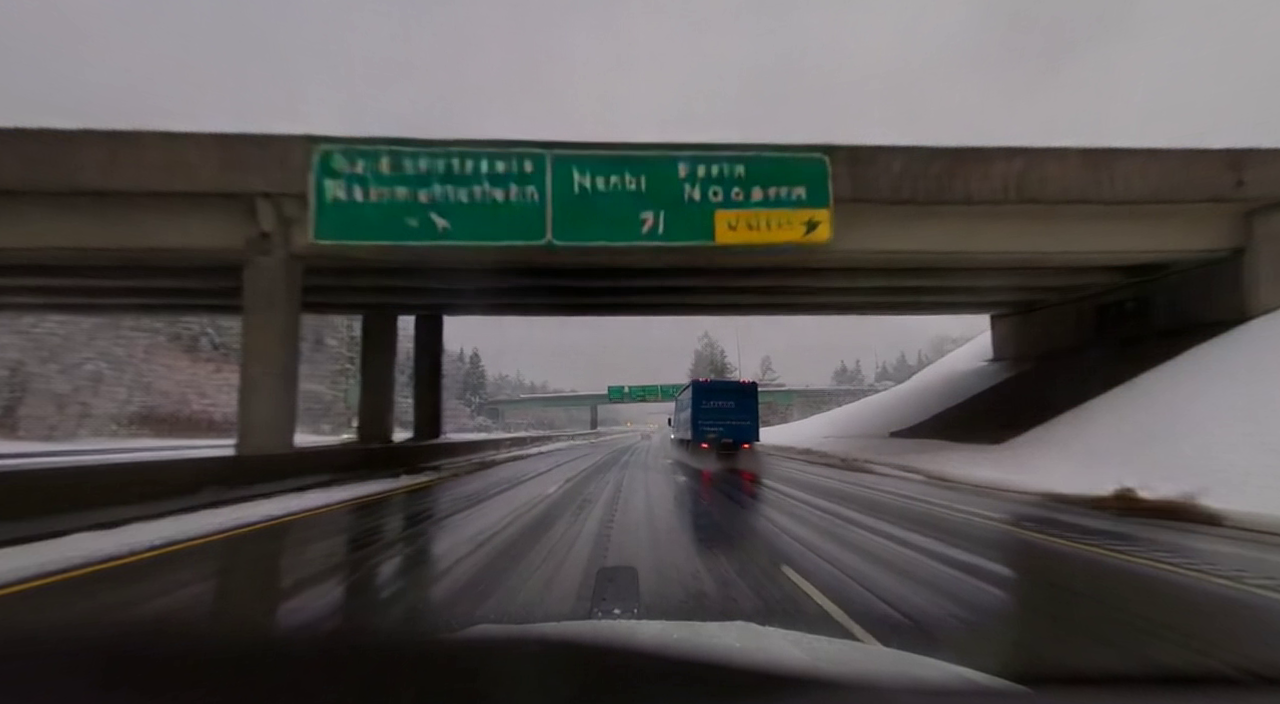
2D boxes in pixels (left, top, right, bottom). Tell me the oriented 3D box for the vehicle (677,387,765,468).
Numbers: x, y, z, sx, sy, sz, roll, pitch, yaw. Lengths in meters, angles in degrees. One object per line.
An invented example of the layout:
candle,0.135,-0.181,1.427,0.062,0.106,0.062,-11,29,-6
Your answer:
vehicle,3.738,3.895,32.065,2.849,3.391,11.018,0,-8,-1

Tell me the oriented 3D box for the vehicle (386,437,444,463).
vehicle,-13.871,6.028,39.158,1.894,1.483,4.573,0,-8,0
